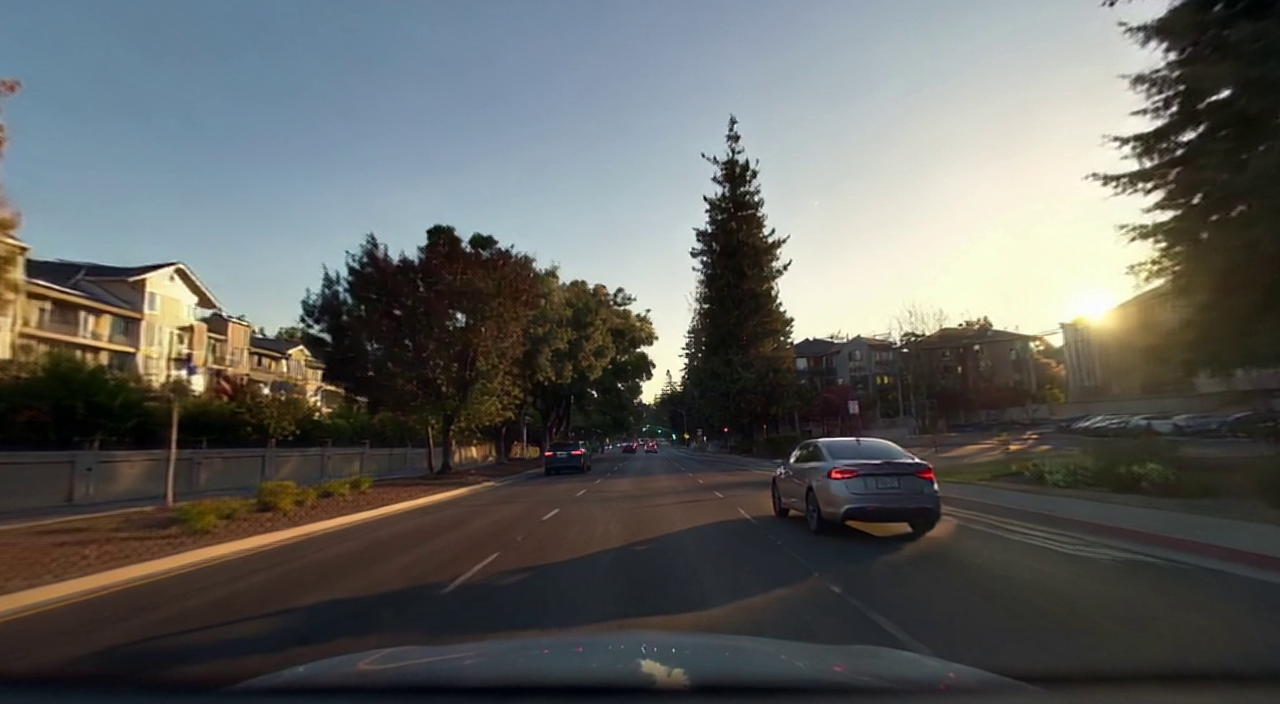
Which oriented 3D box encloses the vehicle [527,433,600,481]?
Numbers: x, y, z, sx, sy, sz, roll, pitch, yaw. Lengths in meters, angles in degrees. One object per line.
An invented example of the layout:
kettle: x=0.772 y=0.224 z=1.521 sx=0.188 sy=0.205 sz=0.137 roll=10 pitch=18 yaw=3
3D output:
vehicle: x=-3.103 y=4.397 z=26.755 sx=2.216 sy=1.828 sz=4.886 roll=-1 pitch=-8 yaw=3

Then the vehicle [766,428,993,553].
vehicle: x=3.402 y=2.038 z=10.020 sx=1.945 sy=1.530 sz=4.320 roll=0 pitch=-8 yaw=1
